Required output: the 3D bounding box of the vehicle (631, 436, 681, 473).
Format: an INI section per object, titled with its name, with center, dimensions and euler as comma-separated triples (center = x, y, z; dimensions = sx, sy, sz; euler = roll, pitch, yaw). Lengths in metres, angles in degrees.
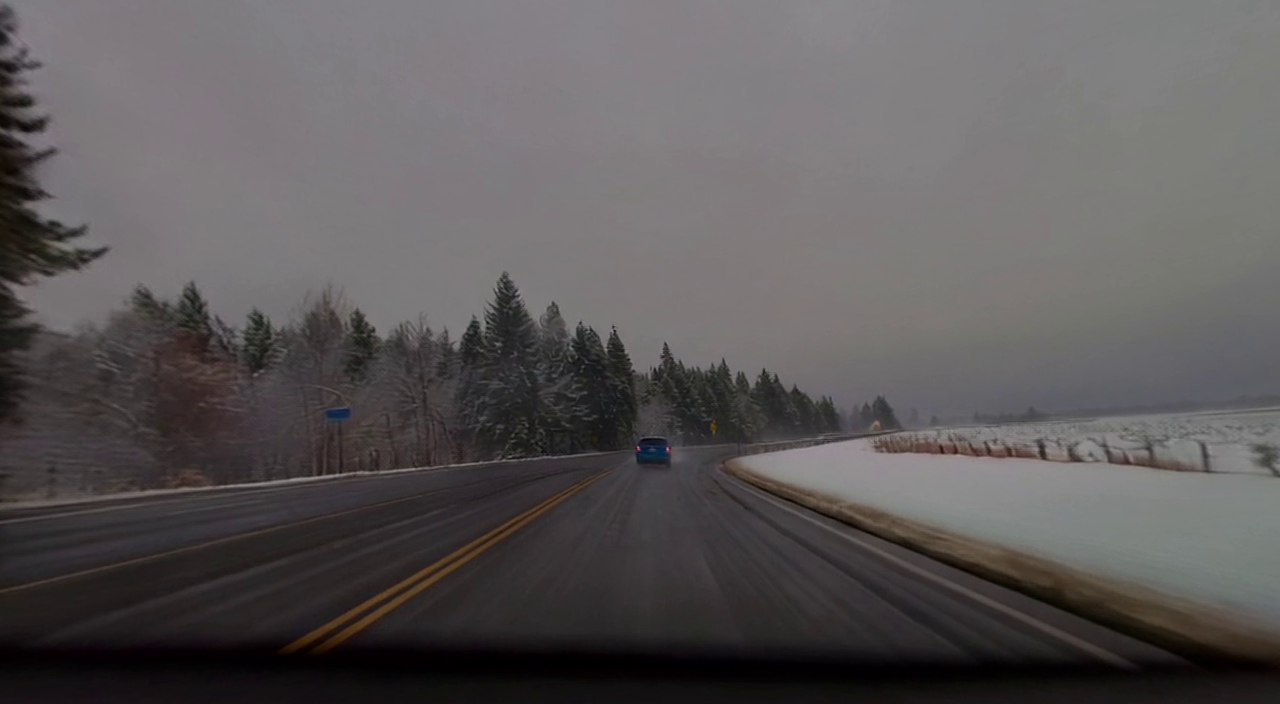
[vehicle]
center = 0.871, 5.068, 31.381
dimensions = 2.294, 1.708, 4.110
euler = 0, -9, 3
